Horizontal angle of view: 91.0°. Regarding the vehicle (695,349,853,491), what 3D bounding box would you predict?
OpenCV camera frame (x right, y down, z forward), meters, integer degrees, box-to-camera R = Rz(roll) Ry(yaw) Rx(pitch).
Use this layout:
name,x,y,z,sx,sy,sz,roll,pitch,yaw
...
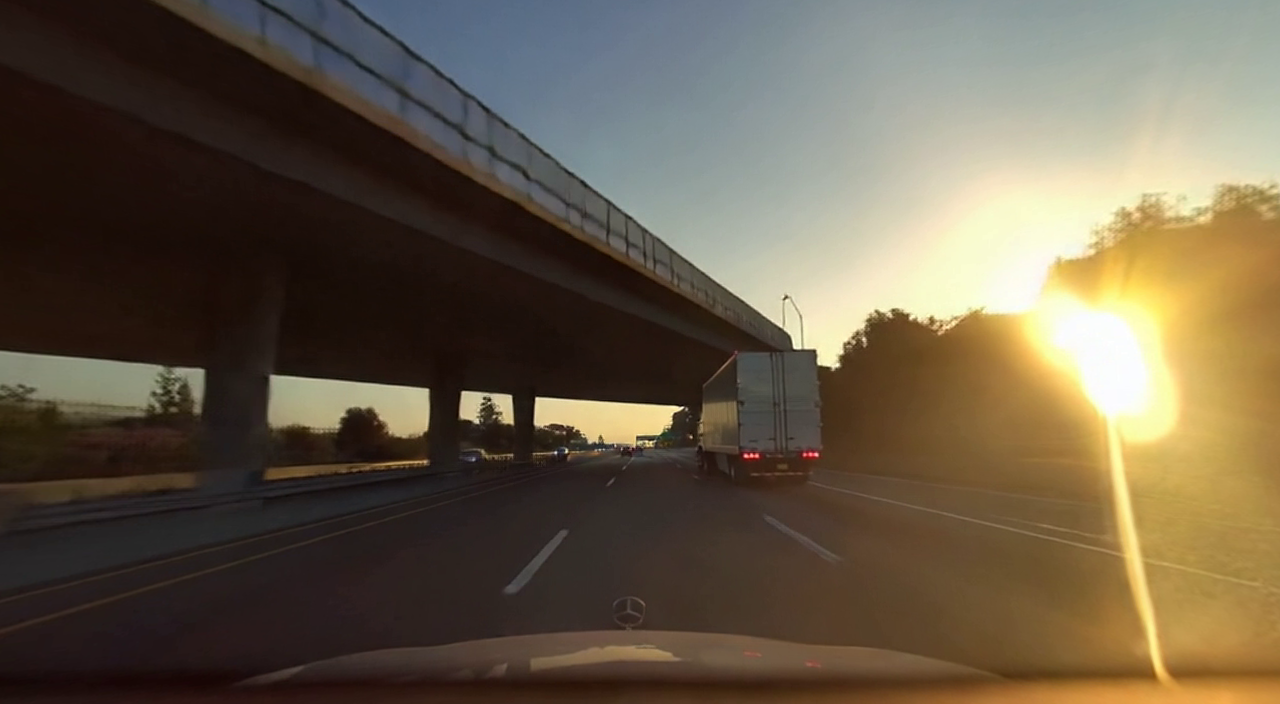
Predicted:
name,x,y,z,sx,sy,sz,roll,pitch,yaw
vehicle,4.603,3.057,26.176,3.187,4.197,15.004,0,-8,0
